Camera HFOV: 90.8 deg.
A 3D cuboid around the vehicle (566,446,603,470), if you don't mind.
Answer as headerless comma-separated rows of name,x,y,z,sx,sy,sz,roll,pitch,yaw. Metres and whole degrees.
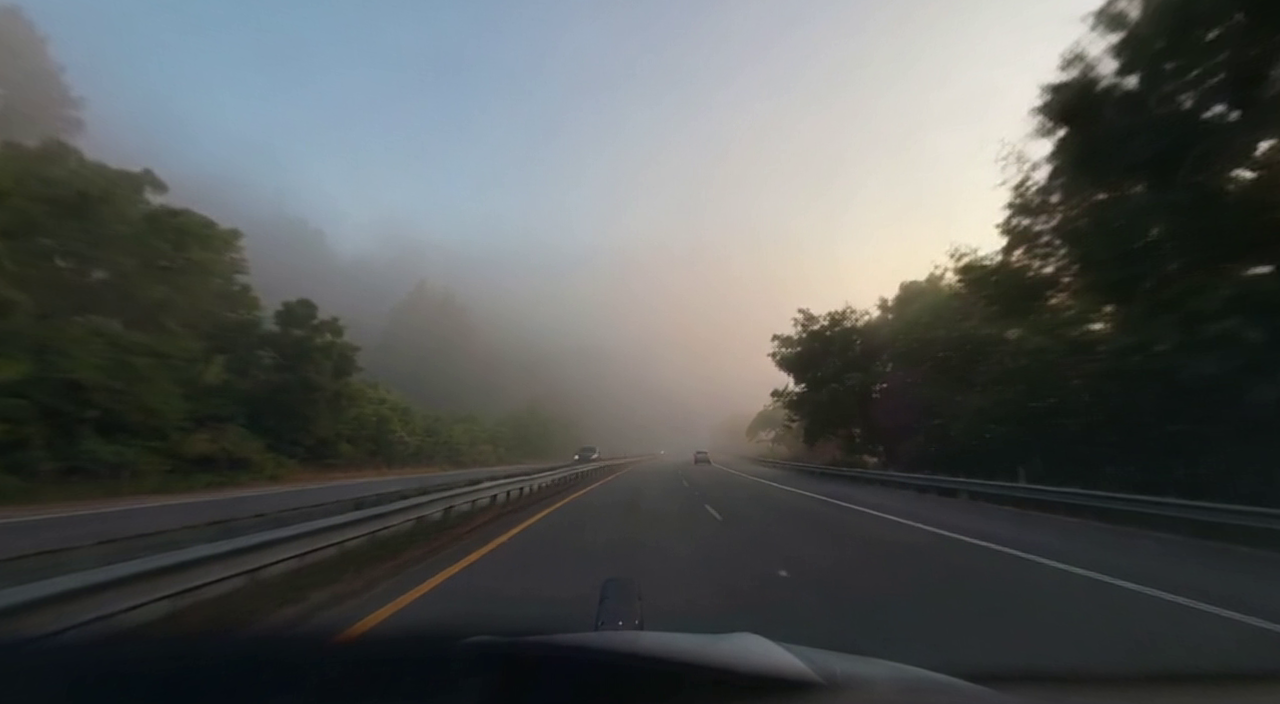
vehicle,-4.326,8.315,49.928,2.220,1.780,4.870,-1,-9,3
